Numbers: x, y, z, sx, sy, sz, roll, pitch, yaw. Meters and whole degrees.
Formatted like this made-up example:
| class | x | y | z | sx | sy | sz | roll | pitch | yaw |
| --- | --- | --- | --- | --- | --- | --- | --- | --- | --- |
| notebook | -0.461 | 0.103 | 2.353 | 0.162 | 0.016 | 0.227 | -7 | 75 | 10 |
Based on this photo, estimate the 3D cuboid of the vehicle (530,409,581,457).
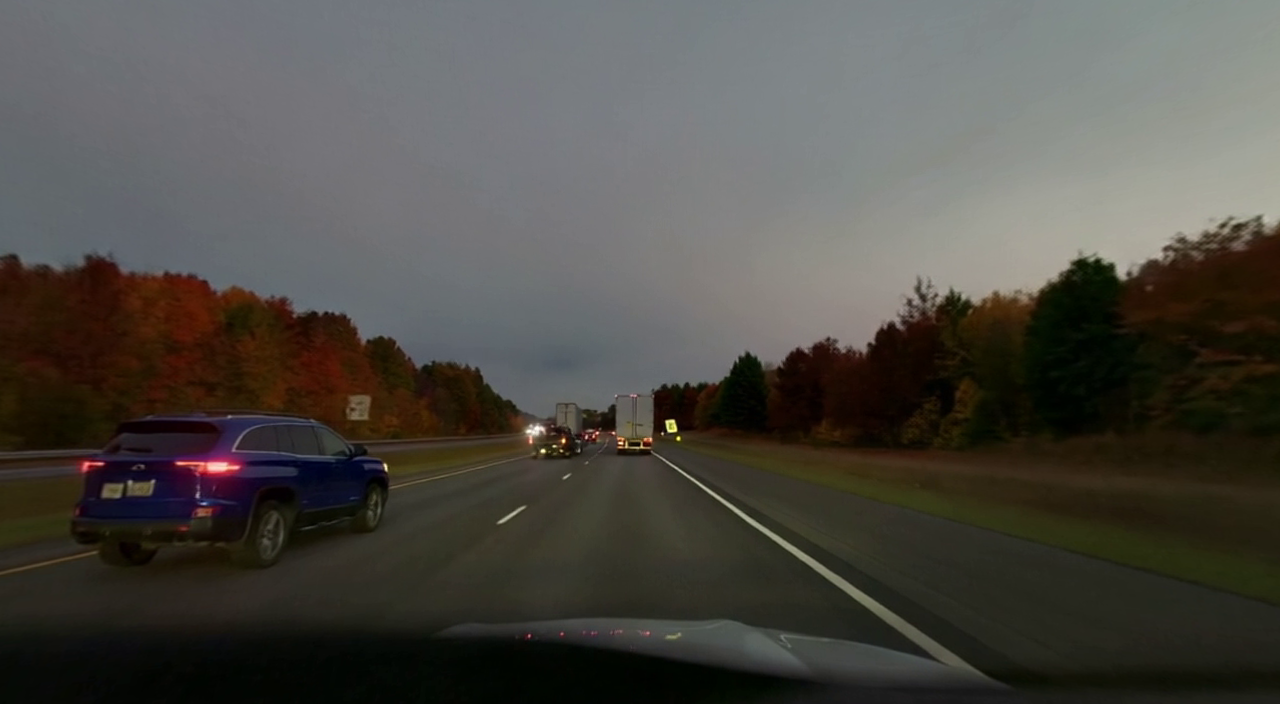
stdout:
| class | x | y | z | sx | sy | sz | roll | pitch | yaw |
| --- | --- | --- | --- | --- | --- | --- | --- | --- | --- |
| vehicle | -5.065 | 5.017 | 38.727 | 2.383 | 2.726 | 5.677 | 0 | -8 | -1 |

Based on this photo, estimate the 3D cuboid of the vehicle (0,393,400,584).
| class | x | y | z | sx | sy | sz | roll | pitch | yaw |
| --- | --- | --- | --- | --- | --- | --- | --- | --- | --- |
| vehicle | -4.933 | 1.505 | 7.849 | 2.089 | 1.669 | 4.515 | 0 | -8 | 0 |

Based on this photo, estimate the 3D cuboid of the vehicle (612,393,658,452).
| class | x | y | z | sx | sy | sz | roll | pitch | yaw |
| --- | --- | --- | --- | --- | --- | --- | --- | --- | --- |
| vehicle | -0.440 | 5.369 | 47.026 | 3.078 | 3.955 | 8.774 | 0 | -8 | -2 |
